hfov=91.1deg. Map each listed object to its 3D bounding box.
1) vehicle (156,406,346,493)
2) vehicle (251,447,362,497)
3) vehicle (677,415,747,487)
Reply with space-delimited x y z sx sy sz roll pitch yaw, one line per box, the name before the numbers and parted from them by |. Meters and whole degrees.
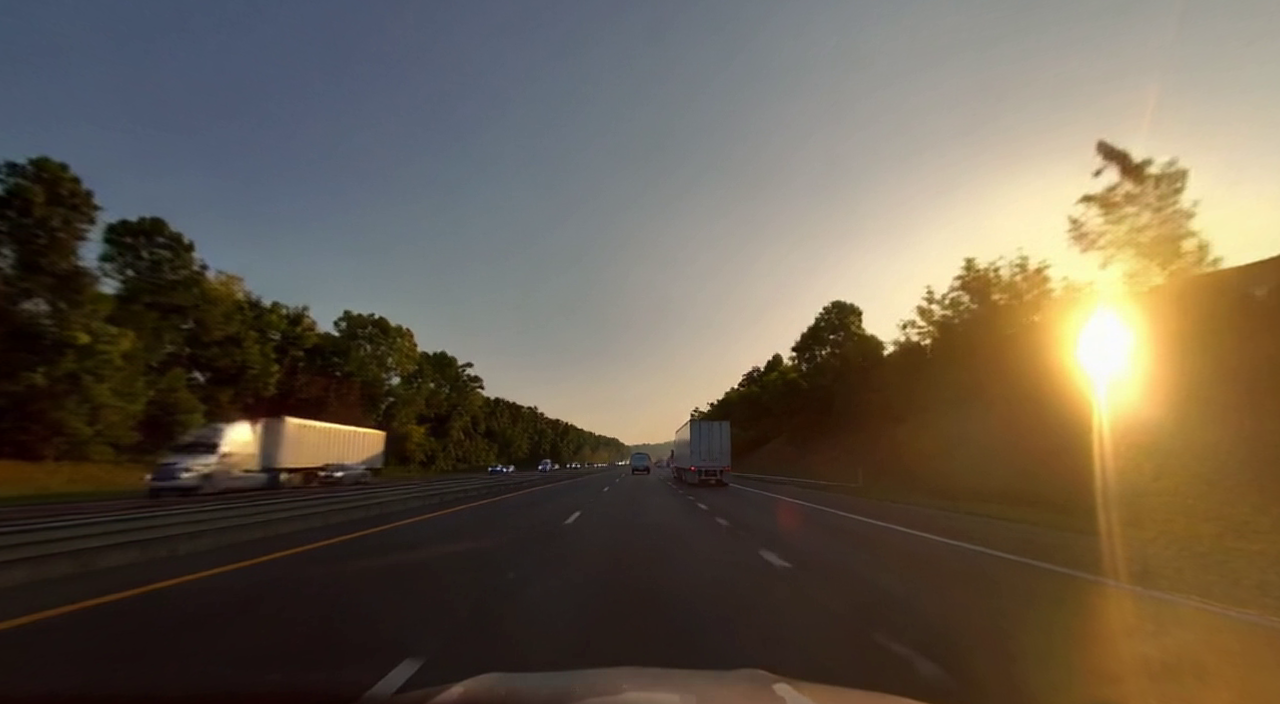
vehicle | -19.288 5.134 32.431 2.956 3.690 10.391 0 -10 1
vehicle | -14.740 5.344 28.190 2.187 1.978 4.830 0 -10 1
vehicle | 4.450 6.814 42.338 3.139 3.999 13.840 1 -10 0
